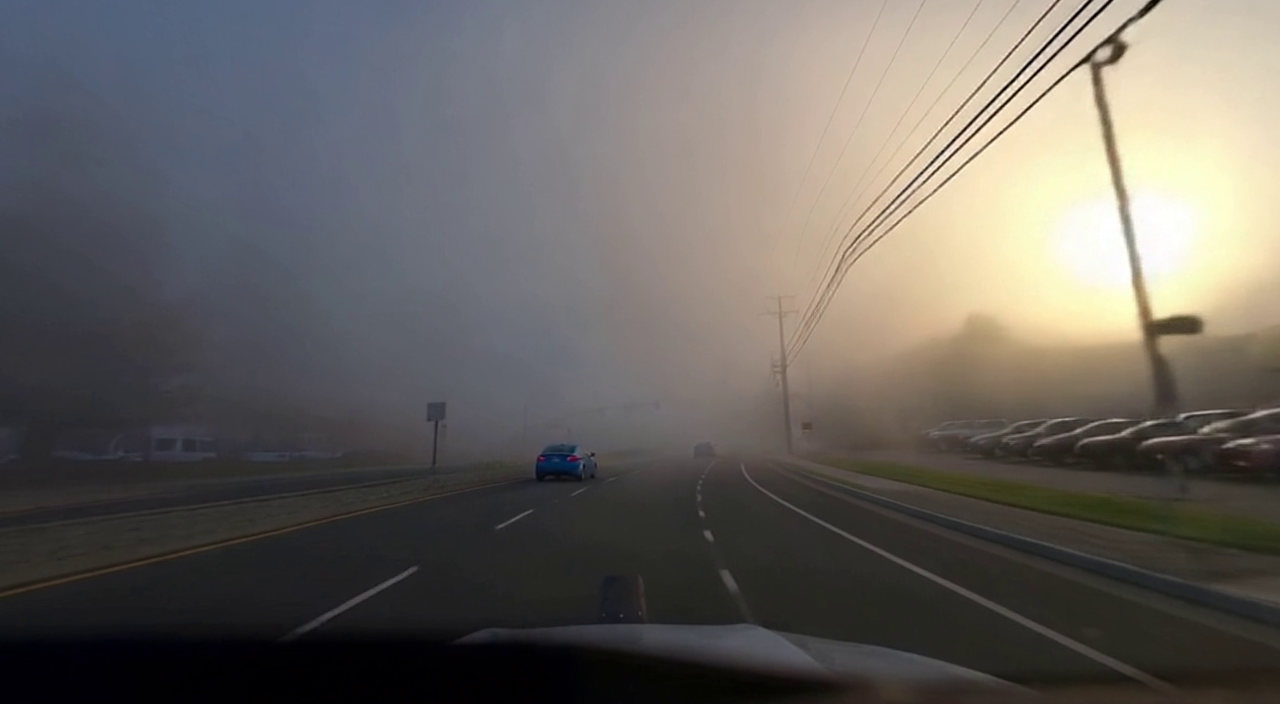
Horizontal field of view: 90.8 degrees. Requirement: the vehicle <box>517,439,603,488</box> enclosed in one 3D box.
[{"bbox_3d":[-2.638,3.810,21.976,1.928,1.488,4.635,-1,-8,6],"label":"vehicle"}]
